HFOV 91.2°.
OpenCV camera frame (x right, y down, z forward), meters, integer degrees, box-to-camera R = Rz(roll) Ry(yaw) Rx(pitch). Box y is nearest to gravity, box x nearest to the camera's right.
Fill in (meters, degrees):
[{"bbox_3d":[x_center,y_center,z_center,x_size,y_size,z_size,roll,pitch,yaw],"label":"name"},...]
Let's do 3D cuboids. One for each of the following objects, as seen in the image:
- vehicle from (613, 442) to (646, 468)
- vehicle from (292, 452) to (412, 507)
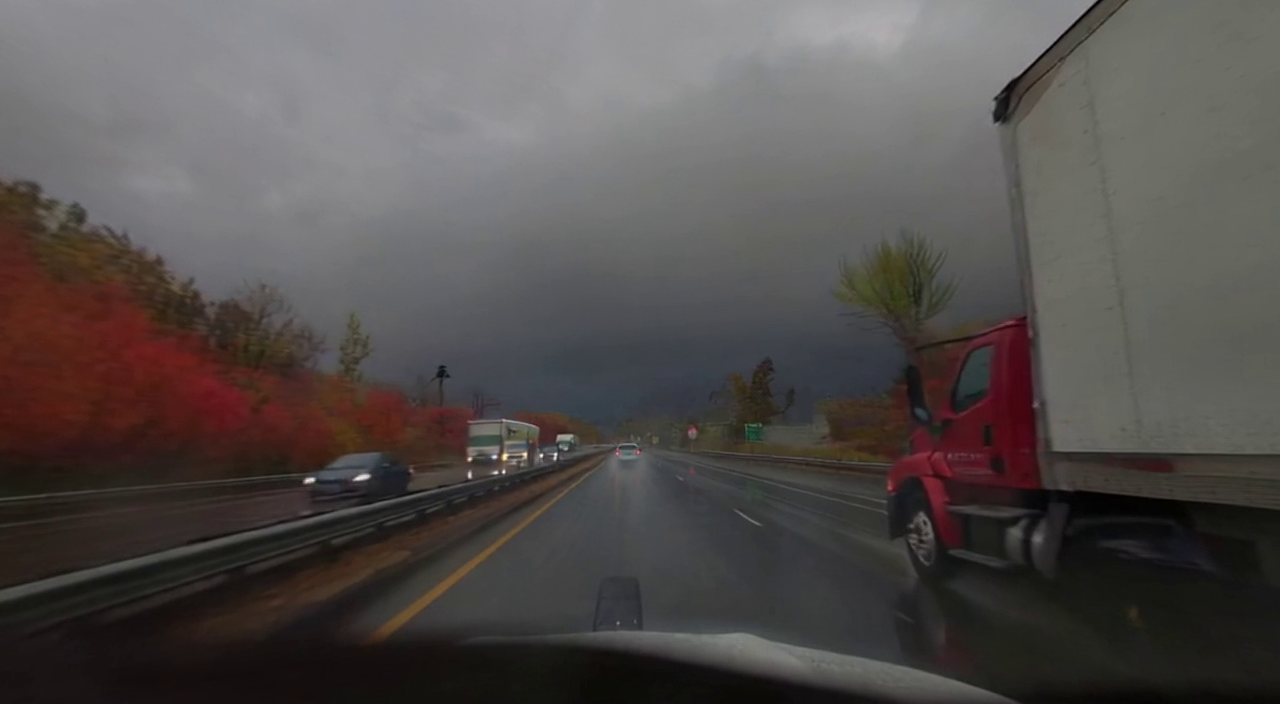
[{"bbox_3d":[-0.743,7.059,43.204,2.151,1.693,4.201,0,-9,-2],"label":"vehicle"},{"bbox_3d":[-8.998,3.981,20.009,1.941,1.521,4.082,0,-9,-1],"label":"vehicle"}]
